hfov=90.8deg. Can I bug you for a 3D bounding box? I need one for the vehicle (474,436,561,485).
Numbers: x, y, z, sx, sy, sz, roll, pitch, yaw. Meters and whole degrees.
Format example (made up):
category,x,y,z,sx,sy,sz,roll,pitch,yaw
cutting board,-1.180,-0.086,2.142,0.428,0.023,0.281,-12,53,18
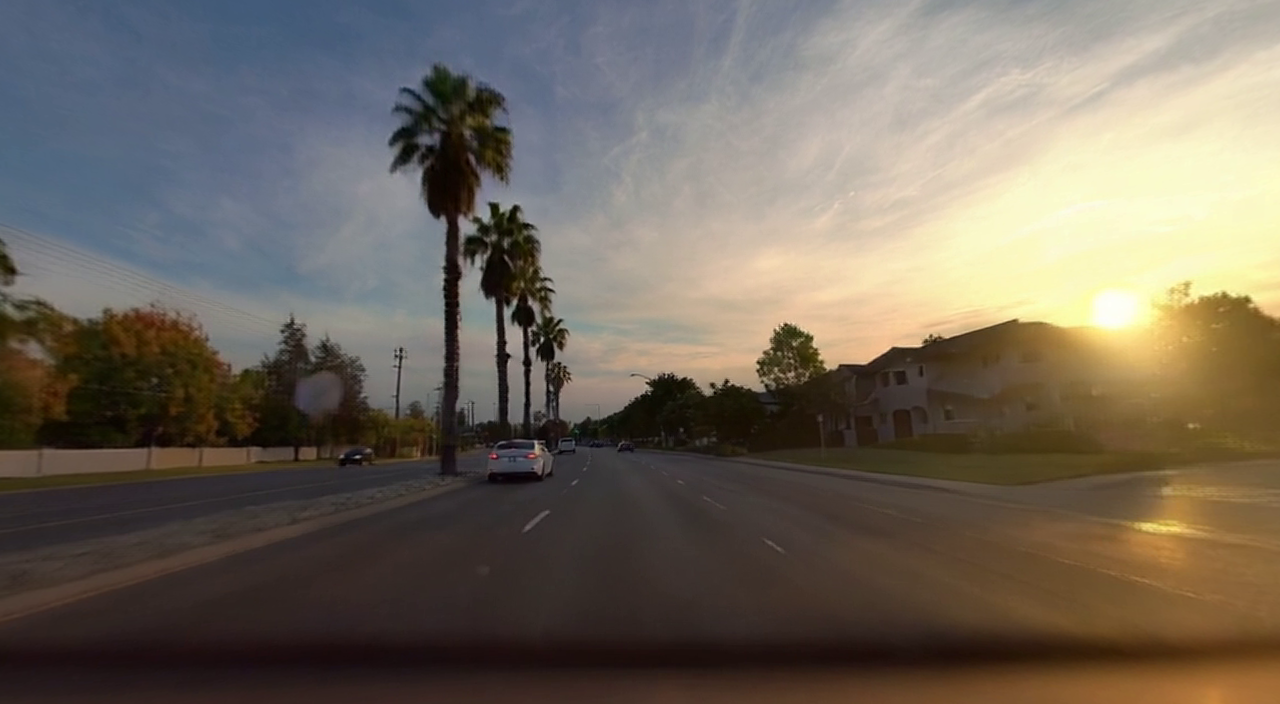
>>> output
category,x,y,z,sx,sy,sz,roll,pitch,yaw
vehicle,-4.004,3.623,21.463,2.108,1.475,4.555,0,-8,-1
